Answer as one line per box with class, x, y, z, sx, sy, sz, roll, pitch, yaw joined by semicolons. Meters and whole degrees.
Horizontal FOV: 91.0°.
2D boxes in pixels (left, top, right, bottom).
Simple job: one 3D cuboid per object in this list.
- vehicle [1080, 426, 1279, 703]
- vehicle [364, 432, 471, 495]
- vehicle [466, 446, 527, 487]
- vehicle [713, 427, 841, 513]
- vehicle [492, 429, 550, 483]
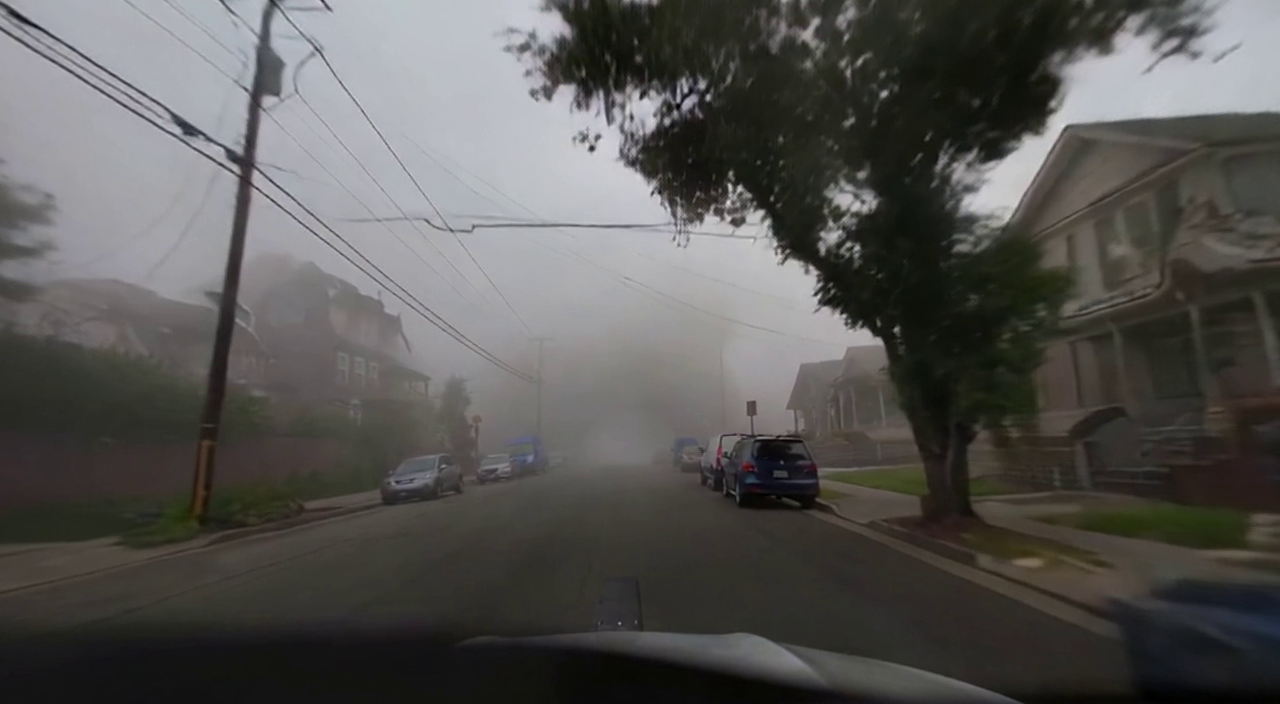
vehicle;3.288;0.776;0.764;1.990;1.447;4.682;0;-8;-2
vehicle;-7.053;3.505;20.462;1.874;1.569;4.318;1;-4;0
vehicle;-7.166;5.705;31.805;2.027;1.563;4.594;-2;-5;0
vehicle;3.140;2.807;15.525;2.013;1.775;4.570;0;-8;-1
vehicle;-7.222;6.314;38.882;2.508;2.712;5.809;0;-4;-1
